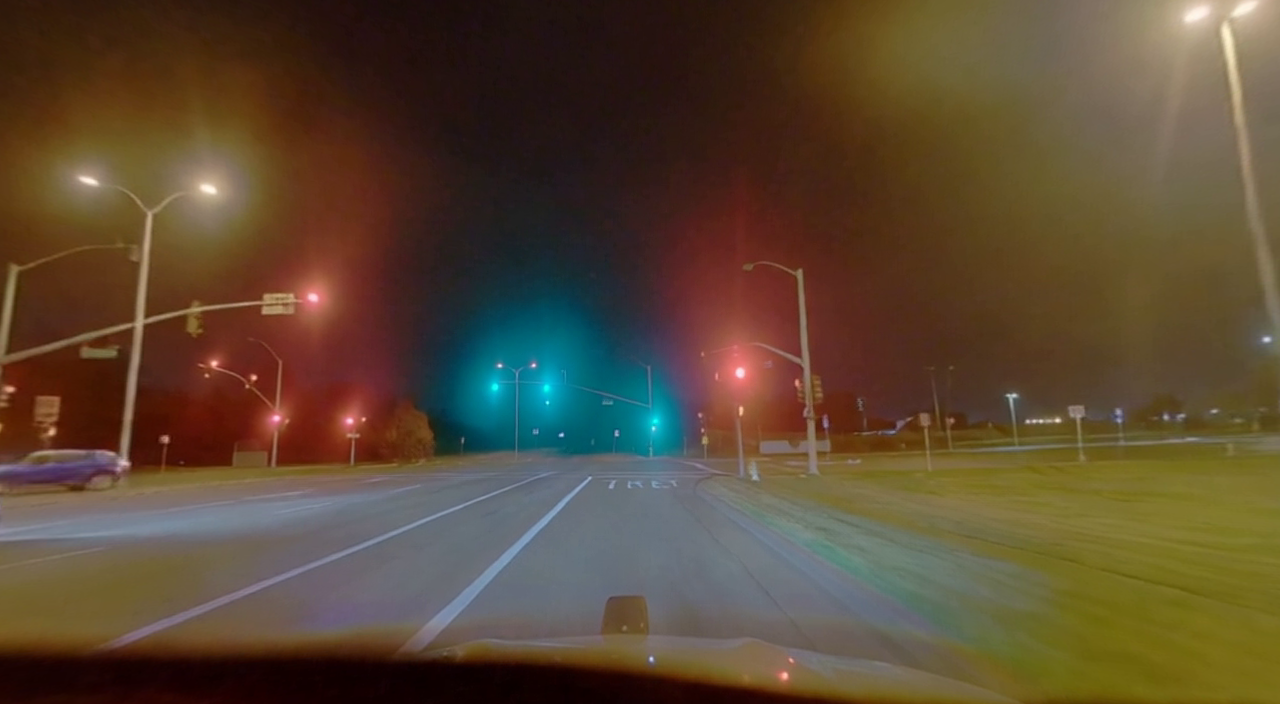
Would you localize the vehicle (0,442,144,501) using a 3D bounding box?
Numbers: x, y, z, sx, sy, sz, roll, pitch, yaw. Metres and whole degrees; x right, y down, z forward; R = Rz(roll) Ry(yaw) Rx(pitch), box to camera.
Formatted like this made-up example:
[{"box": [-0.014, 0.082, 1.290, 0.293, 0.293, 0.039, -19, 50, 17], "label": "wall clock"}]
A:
[{"box": [-17.438, 3.434, 18.562, 1.837, 1.530, 4.570, -1, -8, 2], "label": "vehicle"}]
